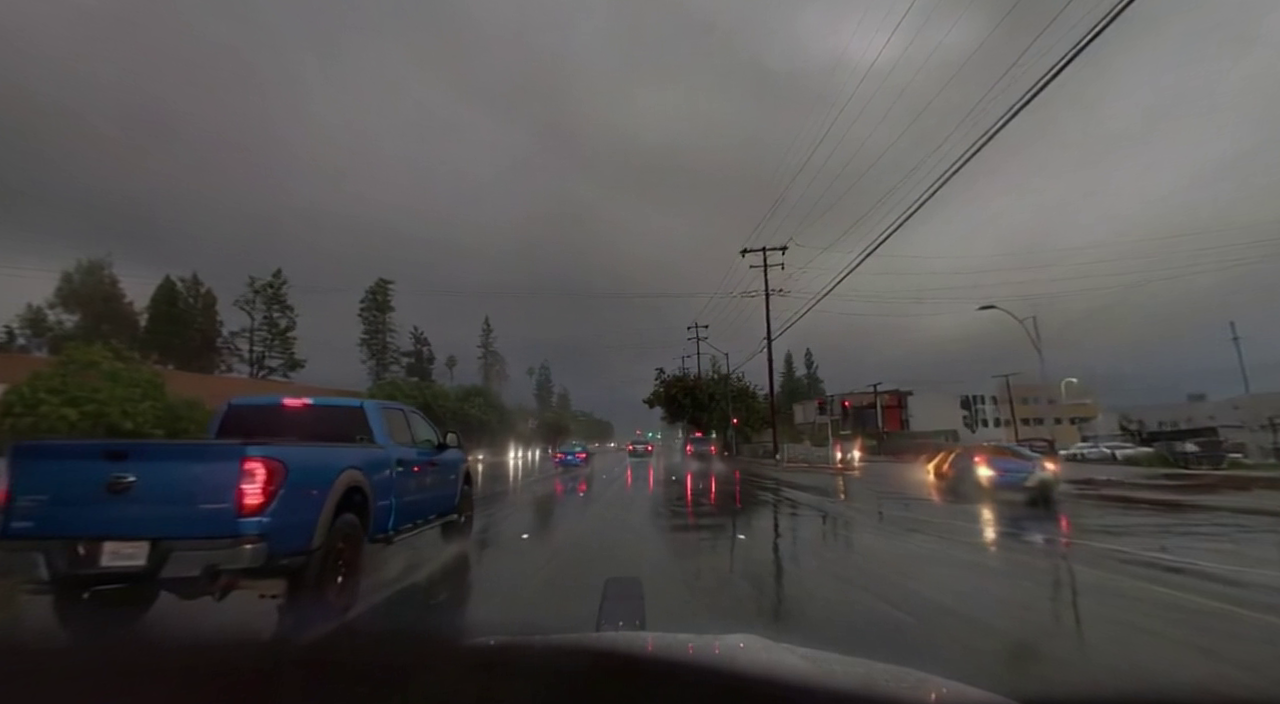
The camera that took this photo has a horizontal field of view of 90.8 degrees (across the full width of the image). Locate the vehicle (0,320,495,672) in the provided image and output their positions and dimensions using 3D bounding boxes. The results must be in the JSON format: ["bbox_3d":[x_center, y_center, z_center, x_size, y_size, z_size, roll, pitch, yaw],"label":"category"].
[{"bbox_3d":[-3.562,1.329,7.025,2.402,2.194,6.051,0,-9,0],"label":"vehicle"}]

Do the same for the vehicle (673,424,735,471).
[{"bbox_3d":[3.953,6.175,40.854,2.905,2.636,6.895,-2,-9,-3],"label":"vehicle"}]

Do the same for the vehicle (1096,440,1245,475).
[{"bbox_3d":[23.556,4.694,28.324,1.973,1.436,4.626,3,-9,-19],"label":"vehicle"}]

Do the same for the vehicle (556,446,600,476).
[{"bbox_3d":[-3.227,5.736,33.494,1.939,1.494,4.499,0,-9,-1],"label":"vehicle"}]

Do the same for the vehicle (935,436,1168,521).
[{"bbox_3d":[9.152,2.807,14.603,2.010,1.633,4.246,1,-9,-11],"label":"vehicle"}]

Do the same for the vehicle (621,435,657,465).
[{"bbox_3d":[-0.103,7.538,48.655,2.643,2.145,5.585,0,-9,0],"label":"vehicle"}]
